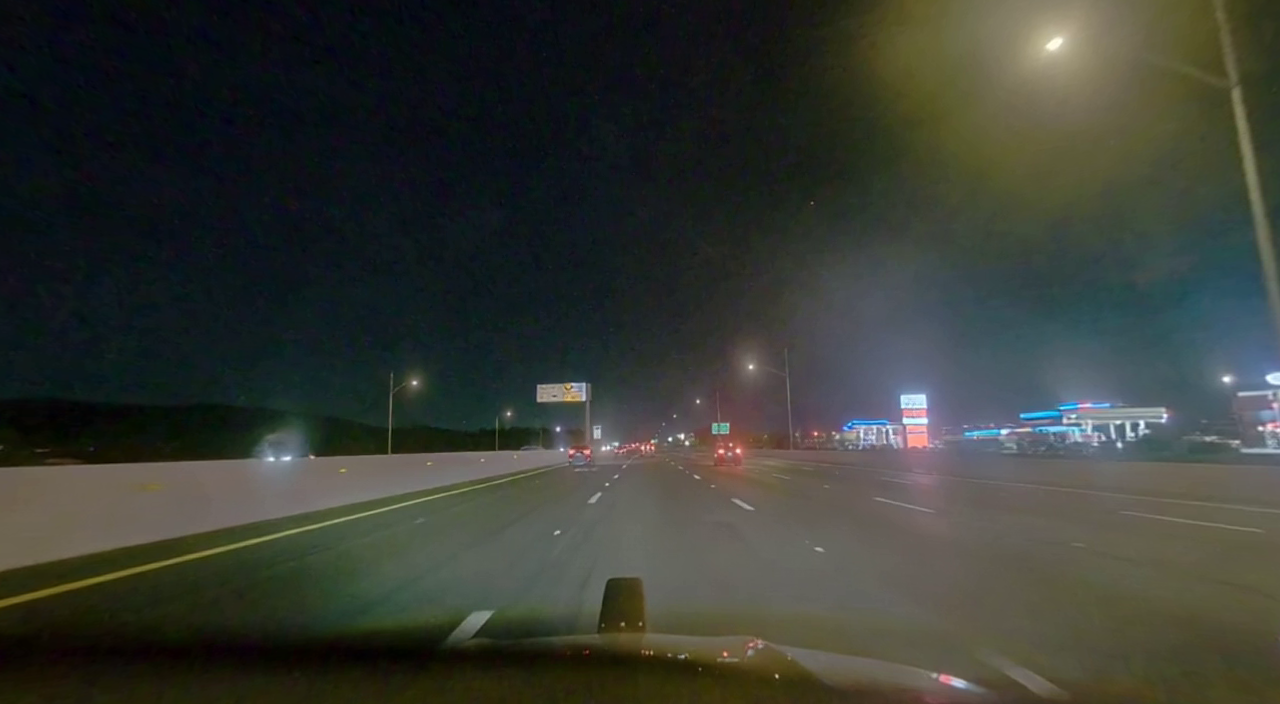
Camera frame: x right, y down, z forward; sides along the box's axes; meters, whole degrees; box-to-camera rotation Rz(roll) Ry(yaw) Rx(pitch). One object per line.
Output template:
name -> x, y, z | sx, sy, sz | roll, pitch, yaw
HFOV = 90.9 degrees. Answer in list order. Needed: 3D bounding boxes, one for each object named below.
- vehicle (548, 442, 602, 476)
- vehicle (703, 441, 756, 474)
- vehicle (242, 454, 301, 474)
vehicle -> -3.080, 5.165, 30.807 | 2.114, 1.510, 4.186 | -1, -9, 1
vehicle -> 4.377, 5.250, 31.612 | 1.909, 1.467, 4.940 | 0, -9, 0
vehicle -> -28.585, 8.680, 49.148 | 1.859, 1.434, 4.616 | 0, -9, -1
